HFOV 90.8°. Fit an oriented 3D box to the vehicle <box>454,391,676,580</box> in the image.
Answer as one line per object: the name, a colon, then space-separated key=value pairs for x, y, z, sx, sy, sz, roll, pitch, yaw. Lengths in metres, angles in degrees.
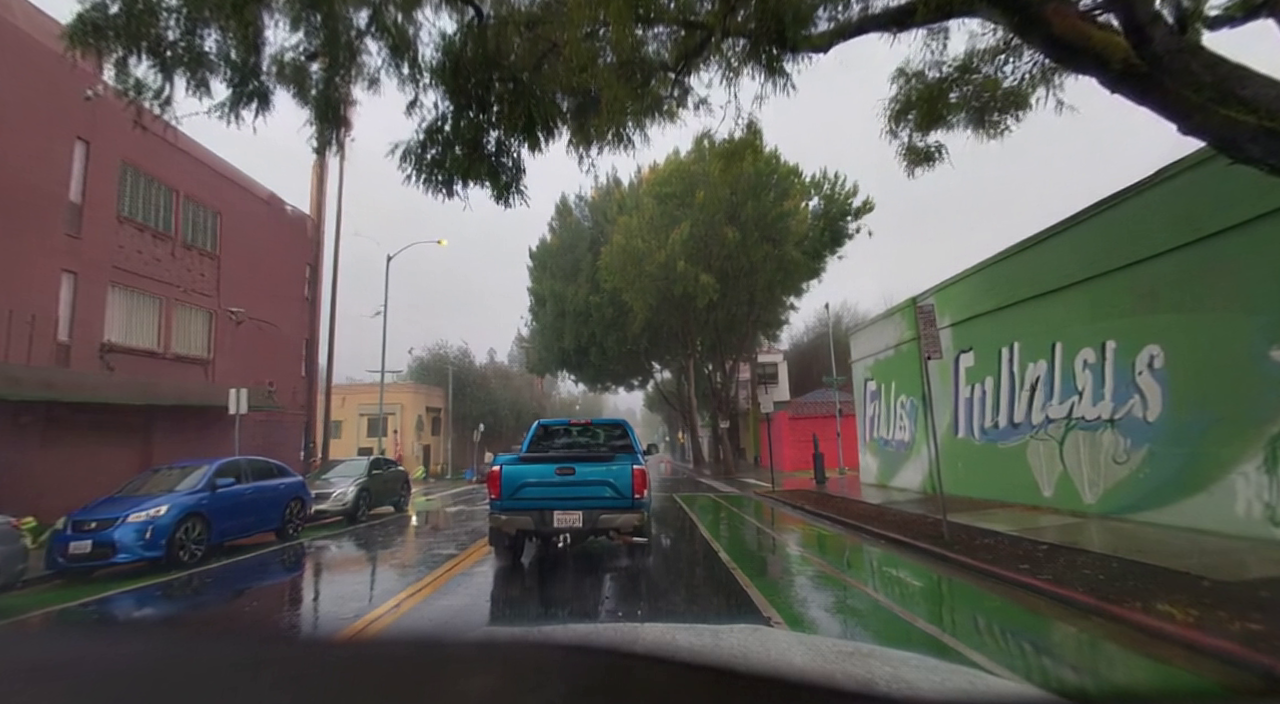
vehicle: x=-0.726 y=1.680 z=8.707 sx=2.215 sy=1.882 sz=4.611 roll=0 pitch=-8 yaw=1

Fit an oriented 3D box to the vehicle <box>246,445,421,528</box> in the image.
vehicle: x=-7.394 y=3.230 z=15.983 sx=1.884 sy=1.730 sz=5.076 roll=0 pitch=-8 yaw=0

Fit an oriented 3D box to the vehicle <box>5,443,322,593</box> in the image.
vehicle: x=-7.198 y=2.437 z=10.313 sx=1.882 sy=1.686 sz=4.489 roll=-5 pitch=-8 yaw=-3
